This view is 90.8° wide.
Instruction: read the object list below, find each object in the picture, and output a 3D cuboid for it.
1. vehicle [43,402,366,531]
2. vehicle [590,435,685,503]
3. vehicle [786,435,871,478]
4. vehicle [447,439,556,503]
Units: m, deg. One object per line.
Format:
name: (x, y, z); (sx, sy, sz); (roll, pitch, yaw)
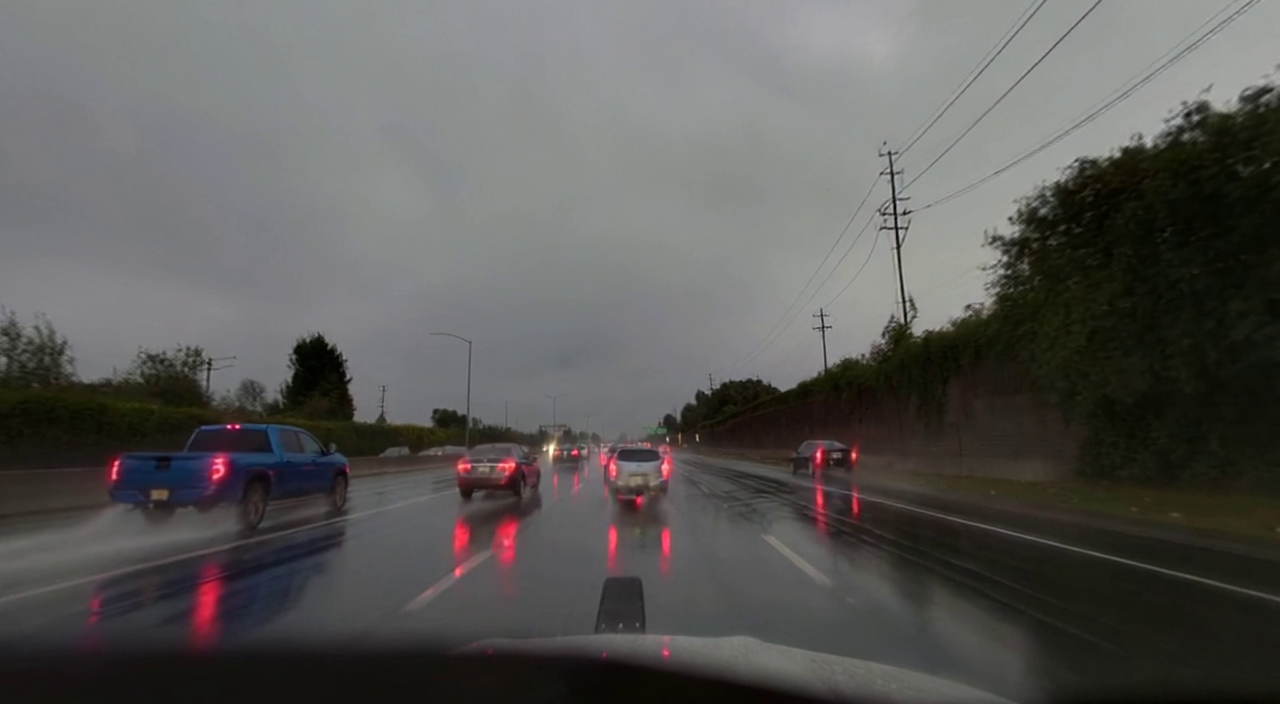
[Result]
vehicle: (-7.817, 2.151, 12.400); (2.194, 1.922, 5.637); (0, -8, 2)
vehicle: (-0.085, 2.951, 16.374); (2.102, 1.499, 4.439); (0, -8, -1)
vehicle: (8.139, 4.570, 27.808); (2.205, 1.701, 4.601); (0, -8, -1)
vehicle: (-3.455, 3.046, 16.636); (1.899, 1.437, 4.131); (0, -8, 1)
